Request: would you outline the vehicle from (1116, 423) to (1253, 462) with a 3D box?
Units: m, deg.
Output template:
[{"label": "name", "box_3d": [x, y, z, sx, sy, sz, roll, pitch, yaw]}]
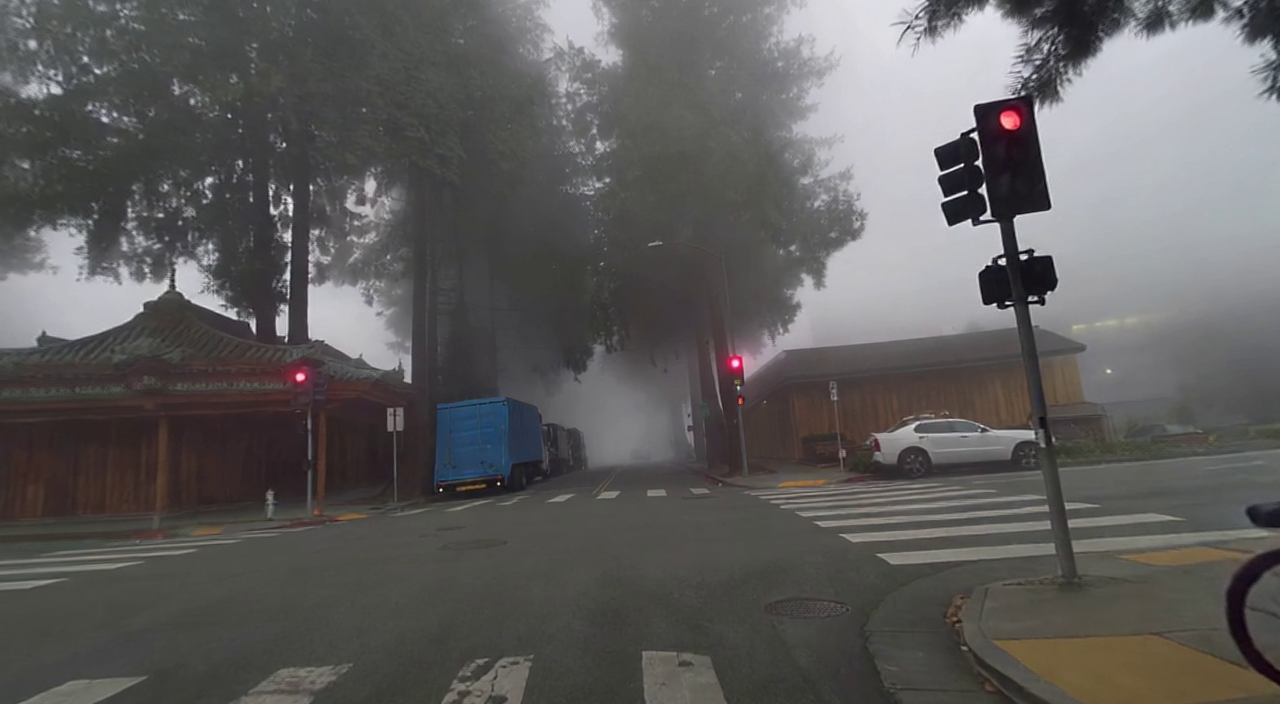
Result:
[{"label": "vehicle", "box_3d": [24.951, 4.167, 29.017, 4.268, 1.695, 2.053, 0, -8, 3]}]

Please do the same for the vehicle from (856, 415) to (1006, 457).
[{"label": "vehicle", "box_3d": [10.692, 3.137, 23.420, 4.643, 1.456, 1.820, -1, -8, 5]}]

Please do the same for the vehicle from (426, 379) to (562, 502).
[{"label": "vehicle", "box_3d": [-5.757, 3.797, 27.030, 3.113, 4.041, 10.284, -5, -8, 1]}]
